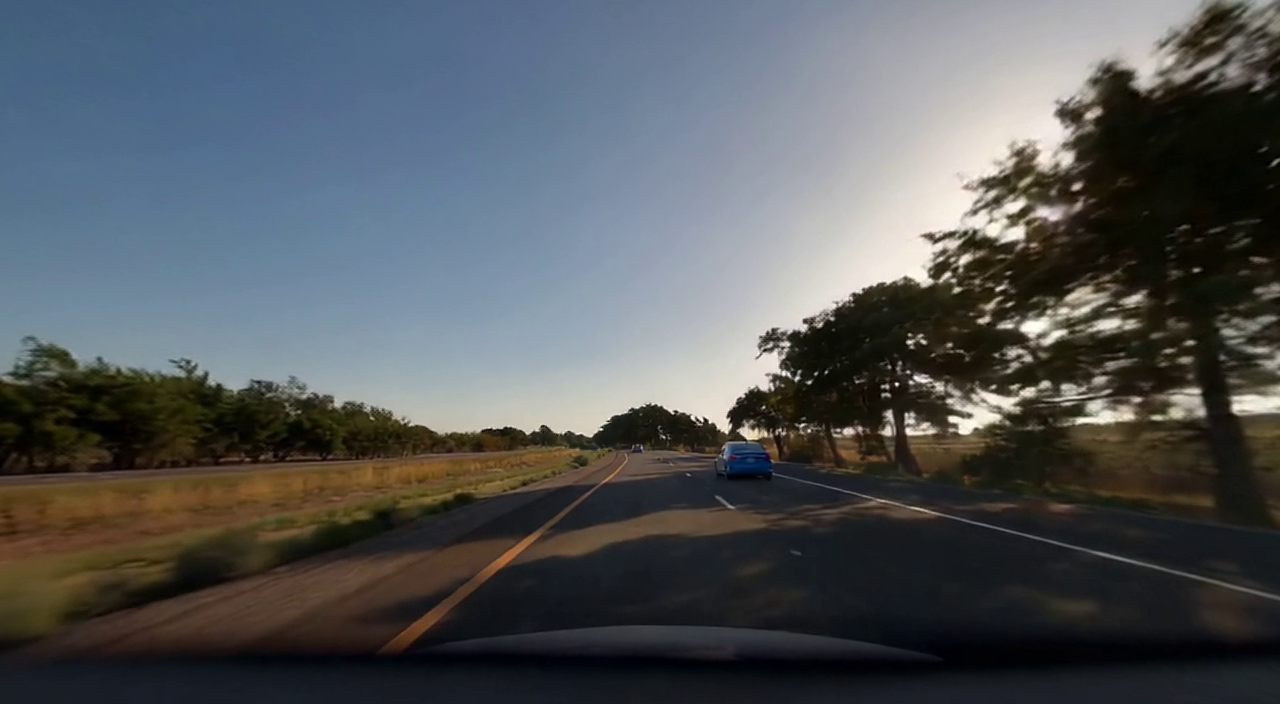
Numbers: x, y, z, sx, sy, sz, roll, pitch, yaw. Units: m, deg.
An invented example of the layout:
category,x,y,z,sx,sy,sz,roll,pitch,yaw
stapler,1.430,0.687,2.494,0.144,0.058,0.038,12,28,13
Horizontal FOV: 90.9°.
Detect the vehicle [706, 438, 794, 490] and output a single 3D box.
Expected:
category,x,y,z,sx,sy,sz,roll,pitch,yaw
vehicle,3.412,3.570,20.422,2.003,1.466,4.441,0,-8,0
